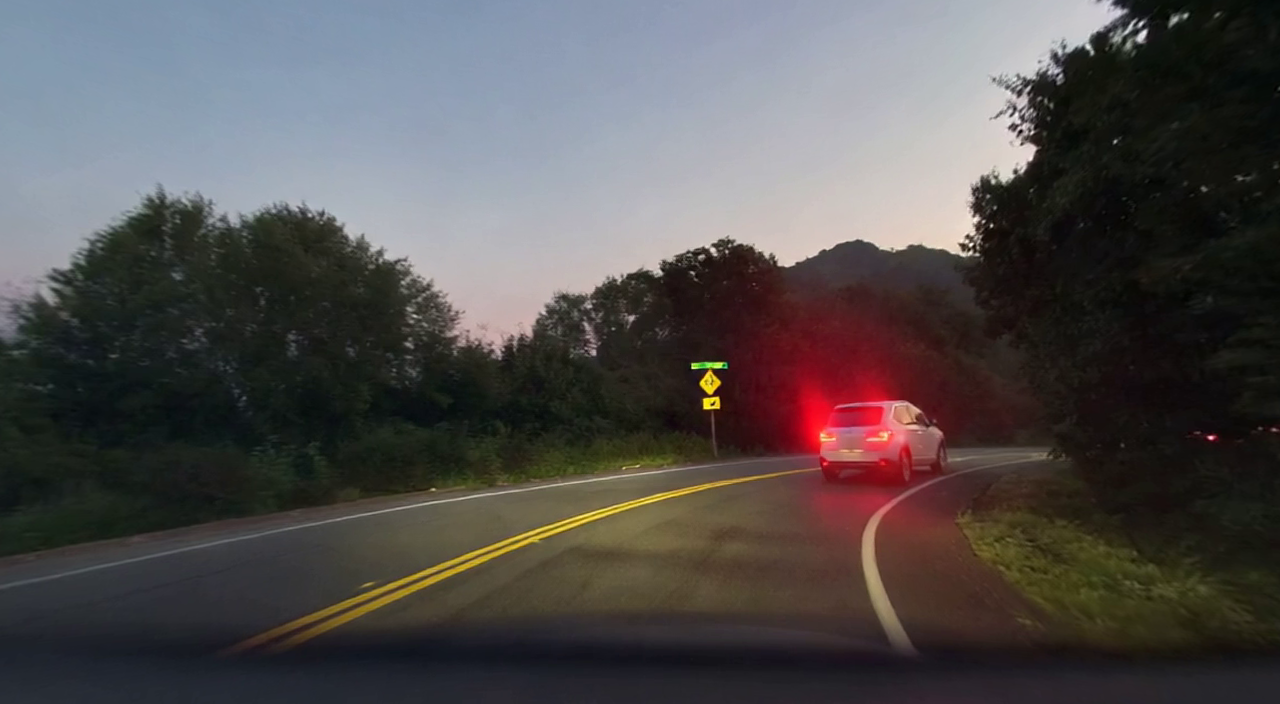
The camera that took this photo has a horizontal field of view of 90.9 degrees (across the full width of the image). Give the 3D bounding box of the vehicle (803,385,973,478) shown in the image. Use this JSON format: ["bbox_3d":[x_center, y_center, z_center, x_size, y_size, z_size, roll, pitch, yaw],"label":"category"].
[{"bbox_3d":[6.633,2.121,16.407,2.500,1.961,5.637,-7,-11,38],"label":"vehicle"}]
